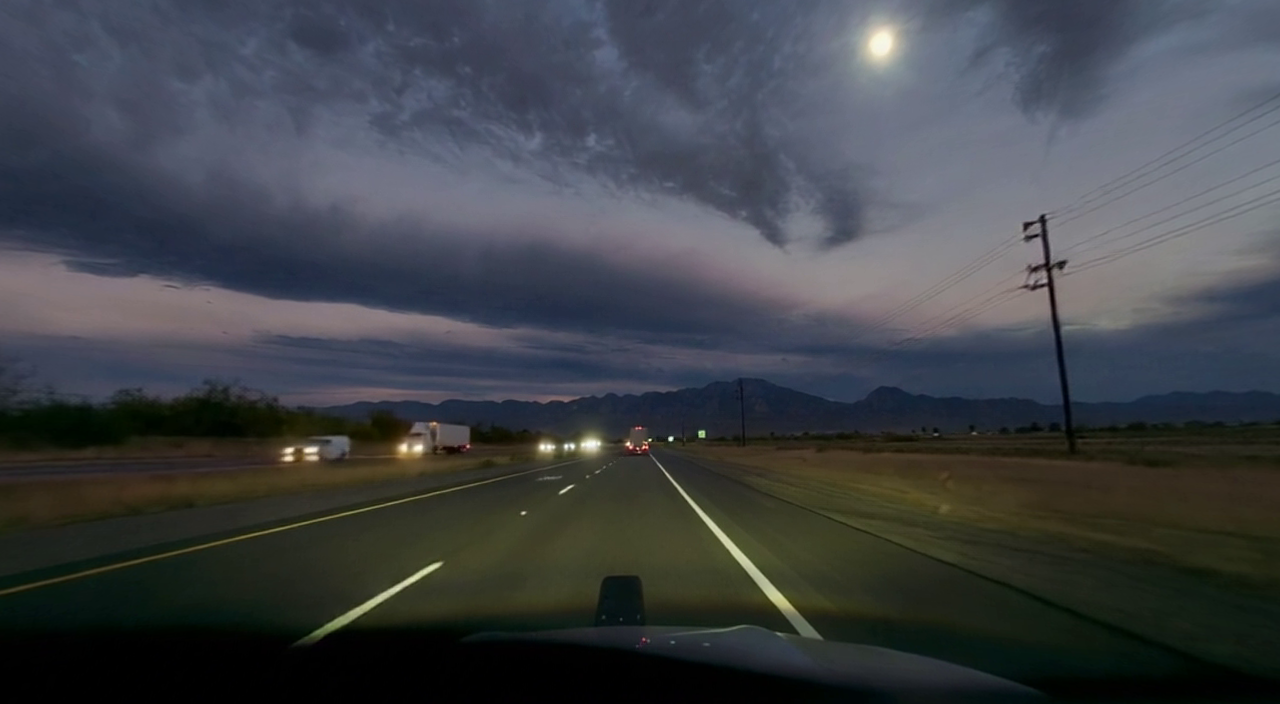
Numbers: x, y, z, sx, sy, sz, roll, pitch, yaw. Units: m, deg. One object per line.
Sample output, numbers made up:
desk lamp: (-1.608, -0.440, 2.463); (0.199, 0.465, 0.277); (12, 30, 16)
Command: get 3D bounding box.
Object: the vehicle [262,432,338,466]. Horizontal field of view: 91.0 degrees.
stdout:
vehicle: (-21.380, 6.155, 39.881); (2.061, 1.988, 4.636); (0, -8, 2)
